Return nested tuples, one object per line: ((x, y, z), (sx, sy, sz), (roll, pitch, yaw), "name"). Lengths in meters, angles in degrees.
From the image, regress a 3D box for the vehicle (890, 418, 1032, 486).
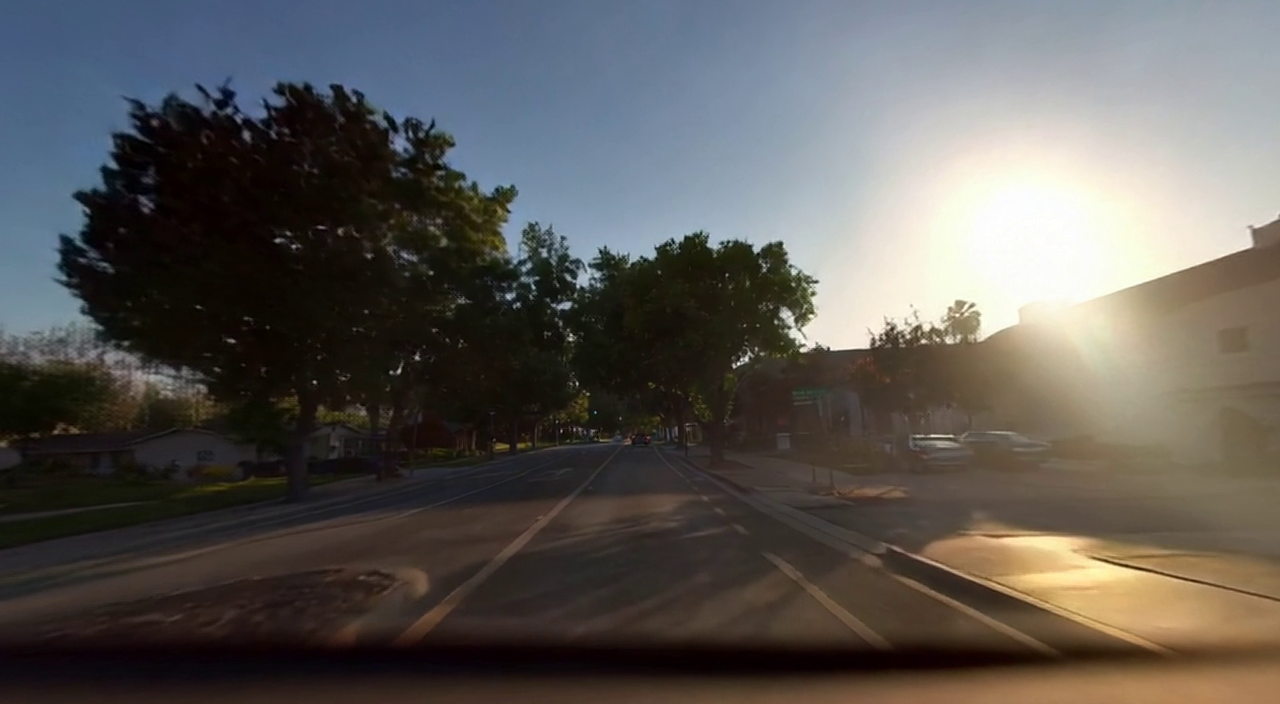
((11.060, 3.621, 22.225), (2.001, 1.744, 4.449), (-3, -14, -9), "vehicle")
